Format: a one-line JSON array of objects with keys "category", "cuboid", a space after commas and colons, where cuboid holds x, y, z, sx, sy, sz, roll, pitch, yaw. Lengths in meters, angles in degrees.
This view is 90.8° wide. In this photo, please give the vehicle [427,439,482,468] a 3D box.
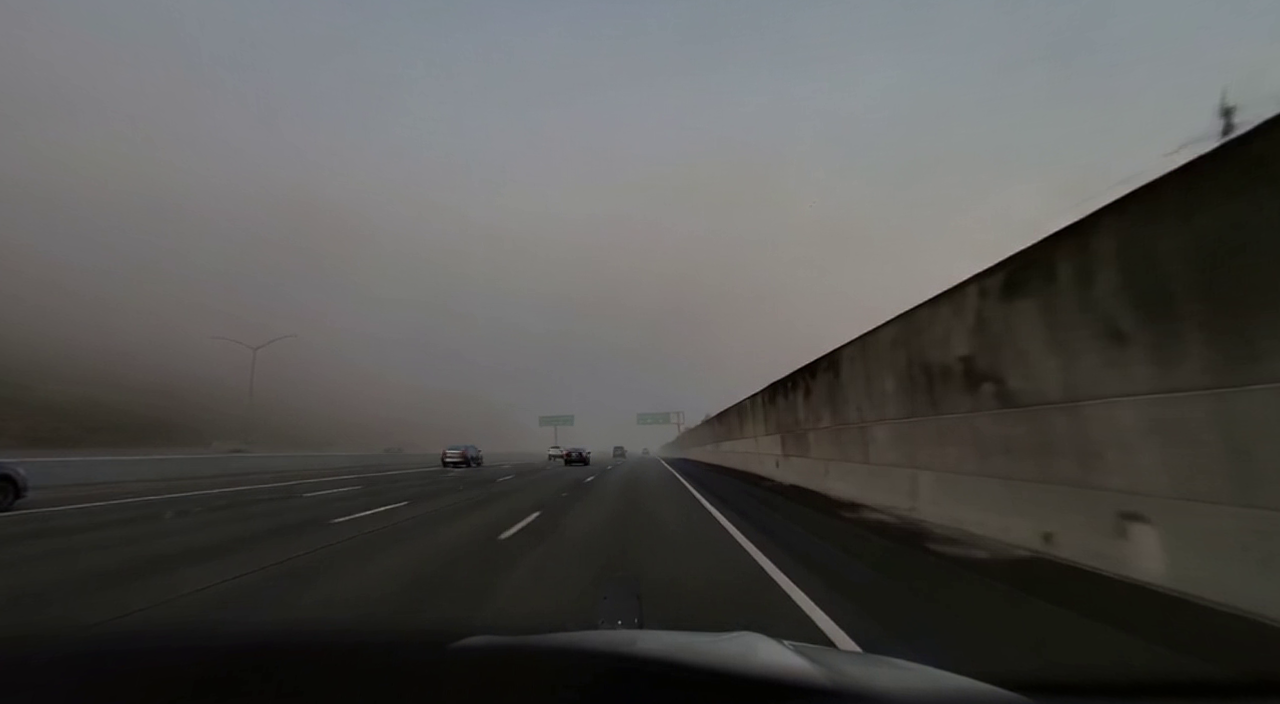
[{"category": "vehicle", "cuboid": [-12.316, 6.763, 42.274, 2.076, 1.766, 4.831, 0, -8, 2]}]

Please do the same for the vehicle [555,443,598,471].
[{"category": "vehicle", "cuboid": [-3.561, 5.970, 36.102, 1.931, 1.492, 4.076, 0, -8, 1]}]
